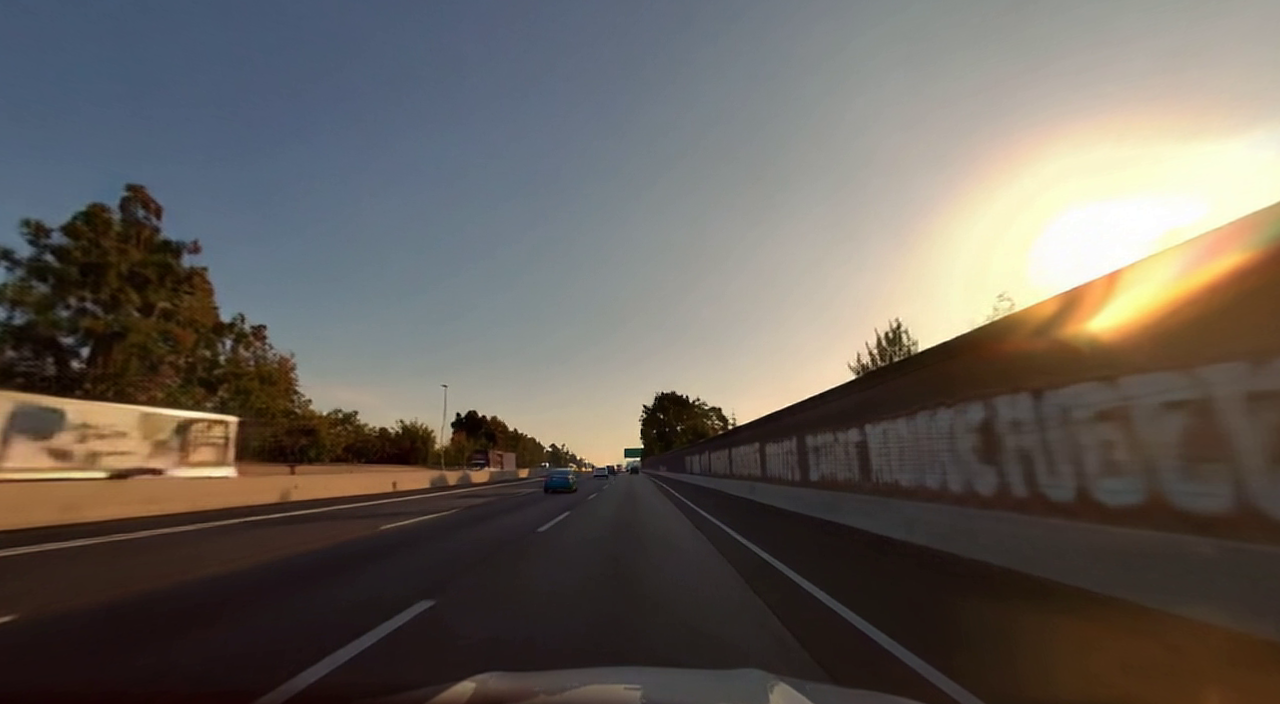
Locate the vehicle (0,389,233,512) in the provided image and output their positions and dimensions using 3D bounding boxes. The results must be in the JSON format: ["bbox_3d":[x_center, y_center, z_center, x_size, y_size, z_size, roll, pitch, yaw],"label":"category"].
[{"bbox_3d":[-22.861,4.097,25.490,2.914,4.029,14.713,1,-11,0],"label":"vehicle"}]

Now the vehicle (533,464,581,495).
[{"bbox_3d":[-4.134,6.435,31.896,1.941,1.437,3.829,1,-10,0],"label":"vehicle"}]

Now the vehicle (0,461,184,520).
[{"bbox_3d":[-15.828,3.921,18.237,1.842,1.456,4.483,1,-10,0],"label":"vehicle"}]
